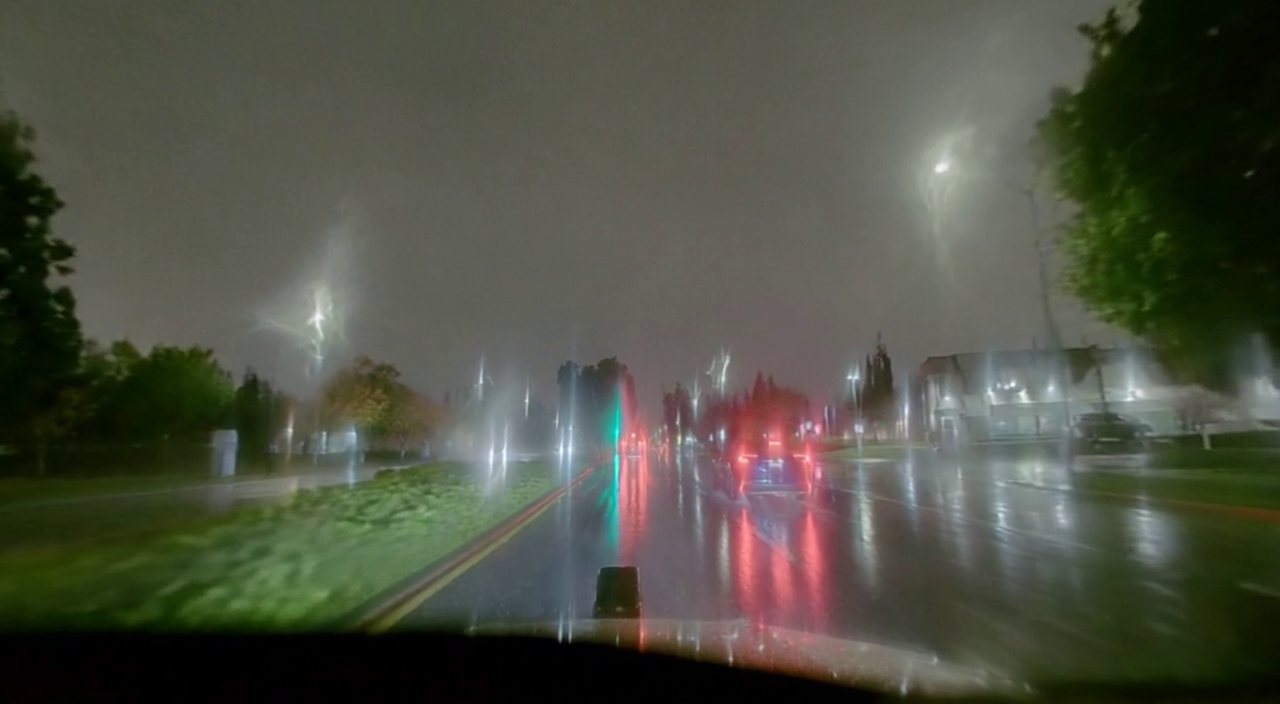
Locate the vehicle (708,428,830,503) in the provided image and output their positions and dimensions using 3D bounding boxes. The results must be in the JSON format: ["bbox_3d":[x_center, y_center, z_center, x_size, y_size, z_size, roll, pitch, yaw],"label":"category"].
[{"bbox_3d":[3.079,2.825,16.238,1.995,1.616,4.729,1,-8,-2],"label":"vehicle"}]
